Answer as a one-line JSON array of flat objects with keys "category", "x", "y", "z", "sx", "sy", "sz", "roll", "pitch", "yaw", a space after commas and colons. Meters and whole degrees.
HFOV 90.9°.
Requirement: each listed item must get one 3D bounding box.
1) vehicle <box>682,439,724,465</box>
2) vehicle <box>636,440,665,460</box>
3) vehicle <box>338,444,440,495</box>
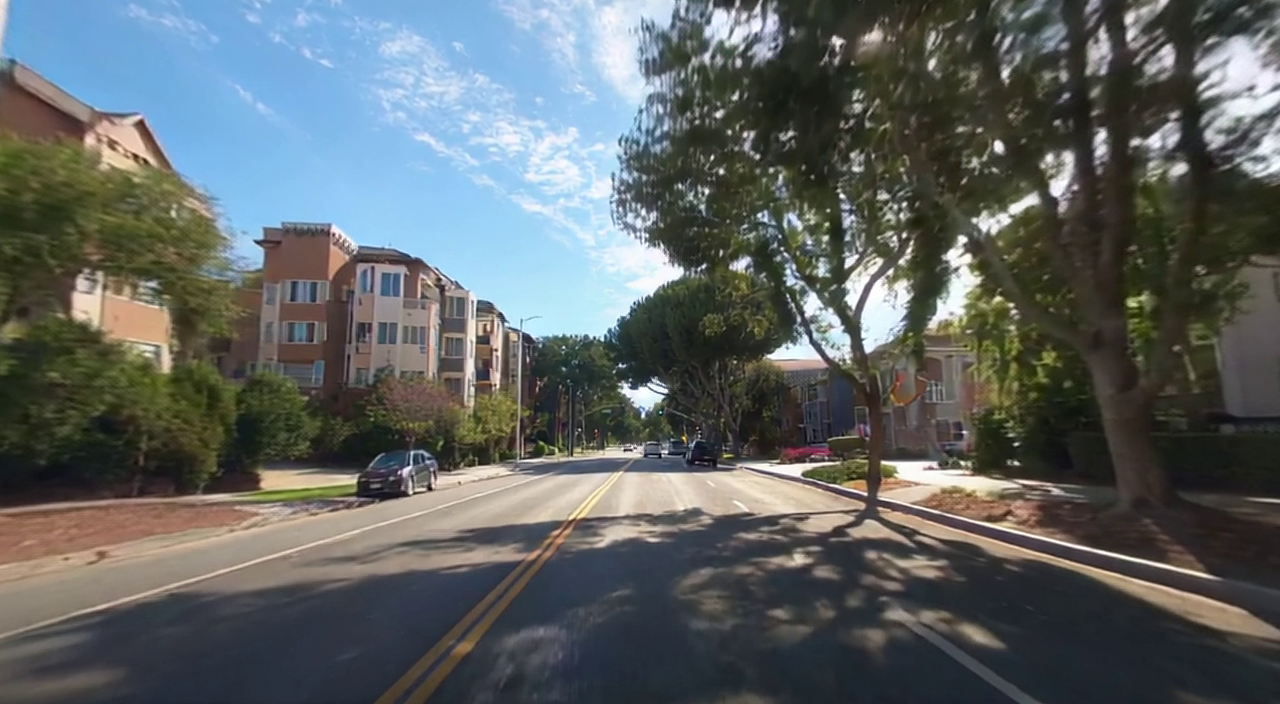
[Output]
[{"category": "vehicle", "x": 3.801, "y": 6.180, "z": 38.966, "sx": 2.078, "sy": 1.488, "sz": 4.741, "roll": 0, "pitch": -9, "yaw": -1}, {"category": "vehicle", "x": 0.778, "y": 7.484, "z": 48.264, "sx": 2.097, "sy": 1.463, "sz": 4.043, "roll": 0, "pitch": -9, "yaw": 0}, {"category": "vehicle", "x": -9.316, "y": 4.361, "z": 23.808, "sx": 1.933, "sy": 1.498, "sz": 4.446, "roll": -4, "pitch": -7, "yaw": 2}]
